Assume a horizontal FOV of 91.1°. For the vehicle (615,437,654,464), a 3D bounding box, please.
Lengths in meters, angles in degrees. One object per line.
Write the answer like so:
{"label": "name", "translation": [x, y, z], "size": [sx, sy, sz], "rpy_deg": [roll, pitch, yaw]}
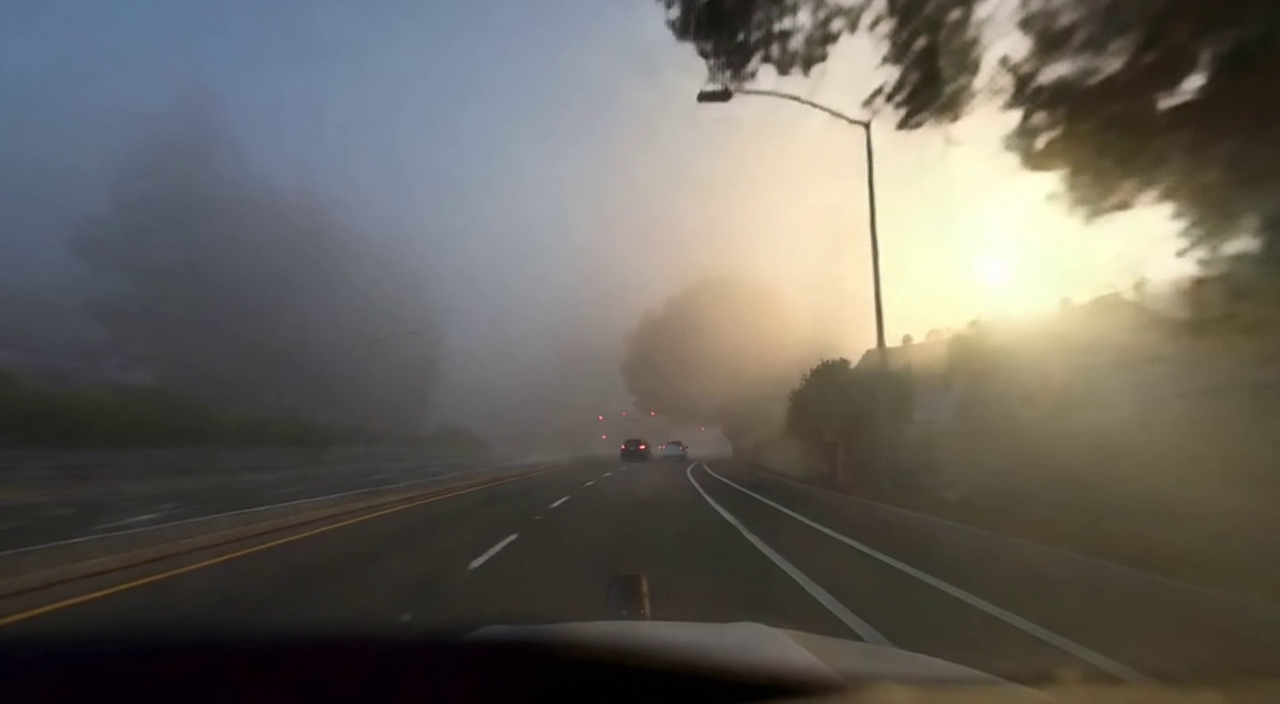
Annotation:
{"label": "vehicle", "translation": [-0.346, 7.246, 46.266], "size": [2.152, 1.822, 4.391], "rpy_deg": [-1, -9, 10]}
